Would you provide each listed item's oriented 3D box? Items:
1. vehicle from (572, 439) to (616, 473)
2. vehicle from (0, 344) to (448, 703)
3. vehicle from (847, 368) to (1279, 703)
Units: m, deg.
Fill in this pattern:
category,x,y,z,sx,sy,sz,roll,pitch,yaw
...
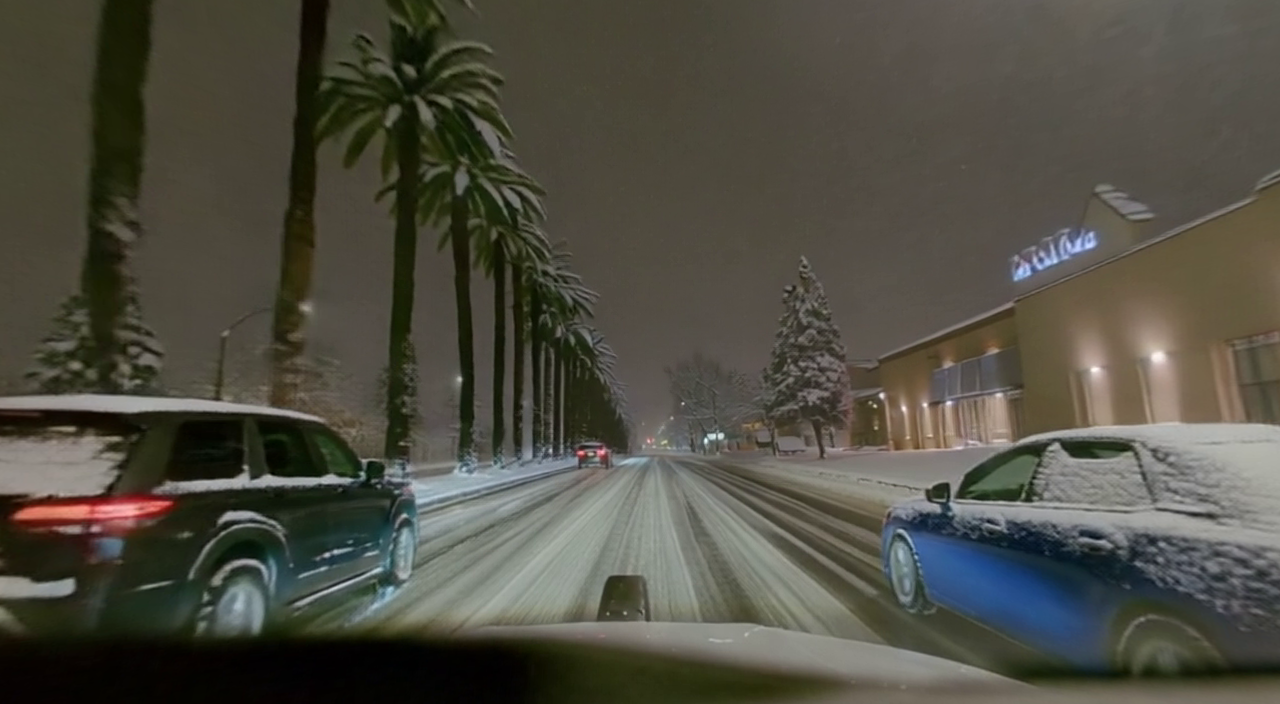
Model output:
category,x,y,z,sx,sy,sz,roll,pitch,yaw
vehicle,-2.464,5.726,34.846,1.998,1.743,4.402,0,-8,1
vehicle,-3.246,1.178,4.964,2.058,1.804,4.391,0,-8,0
vehicle,2.885,1.072,3.667,1.946,1.513,4.133,0,-8,0
